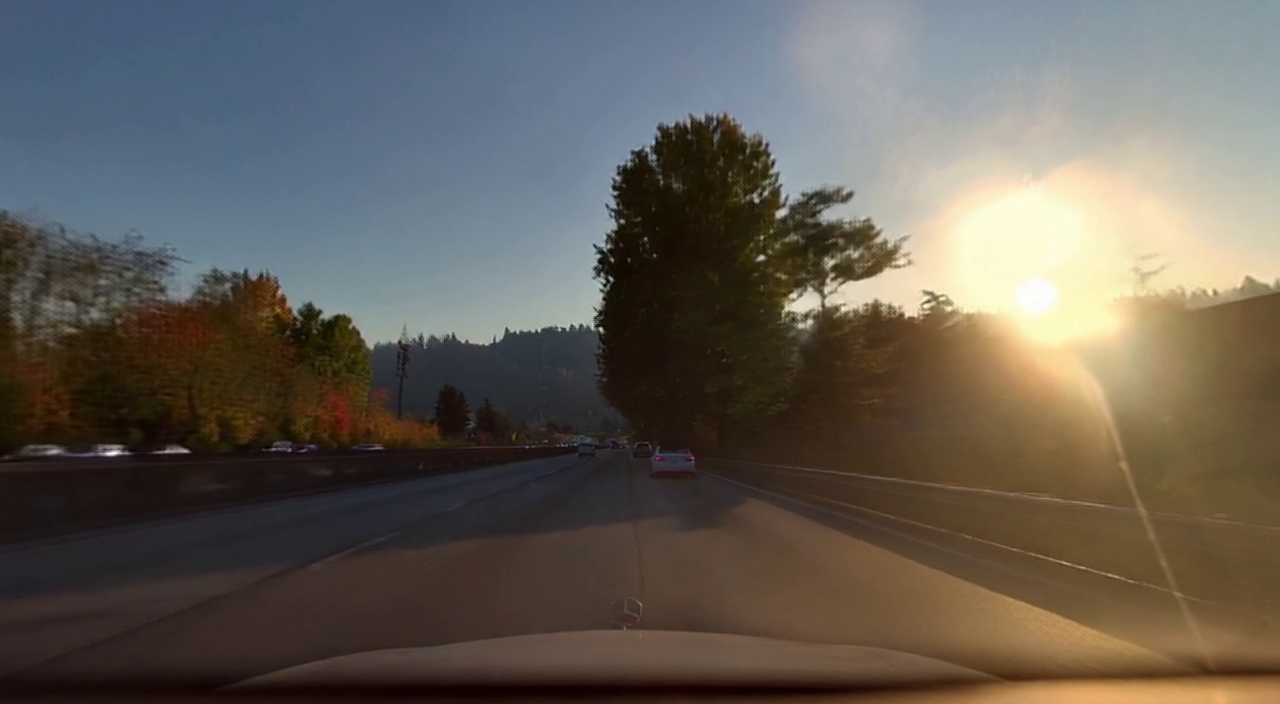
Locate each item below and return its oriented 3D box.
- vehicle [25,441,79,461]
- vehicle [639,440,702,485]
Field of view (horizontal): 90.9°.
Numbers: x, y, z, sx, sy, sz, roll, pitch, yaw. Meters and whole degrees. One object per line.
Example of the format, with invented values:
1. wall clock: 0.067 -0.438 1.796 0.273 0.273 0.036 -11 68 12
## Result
1. vehicle: -44.263 7.491 47.496 1.542 1.434 2.718 1 -9 -7
2. vehicle: 1.004 3.915 22.499 1.960 1.456 3.818 0 -9 -1
